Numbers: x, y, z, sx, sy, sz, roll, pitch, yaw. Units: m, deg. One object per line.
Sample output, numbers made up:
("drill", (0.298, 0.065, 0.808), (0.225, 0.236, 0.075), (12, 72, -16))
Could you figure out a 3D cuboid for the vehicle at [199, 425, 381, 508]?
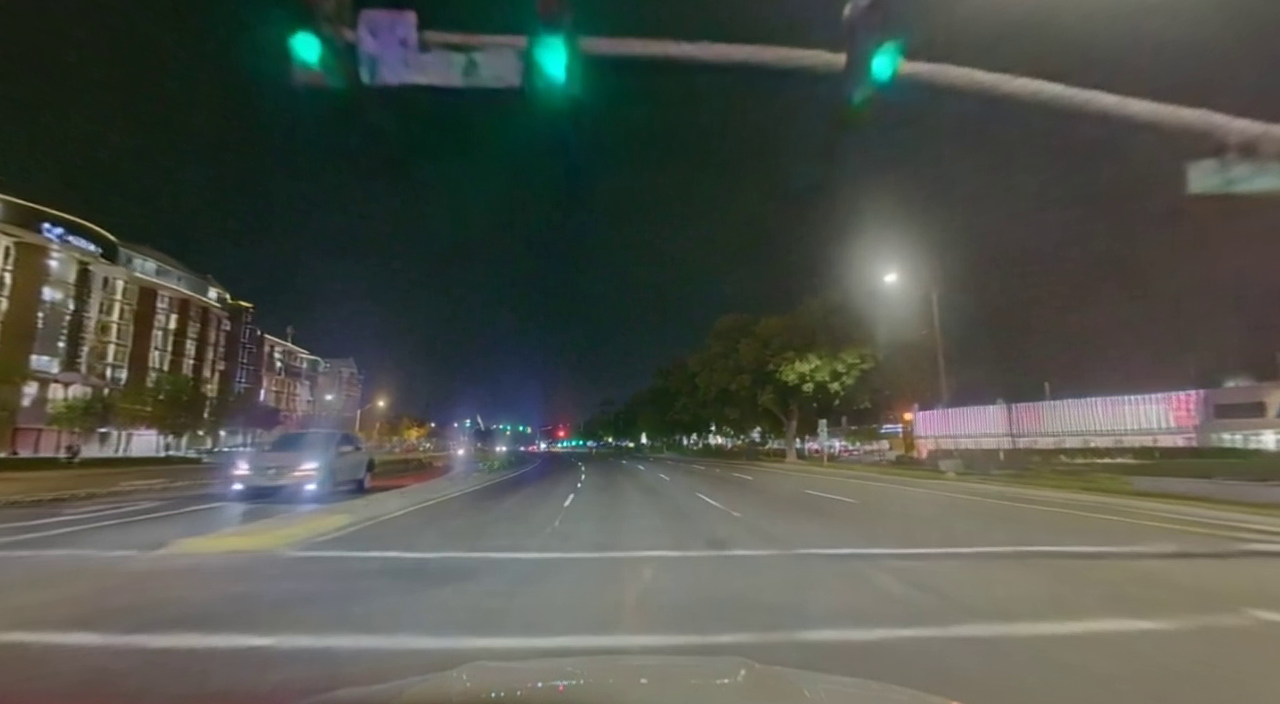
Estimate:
("vehicle", (-8.633, 2.845, 16.204), (2.175, 1.795, 4.640), (0, -8, -3))
